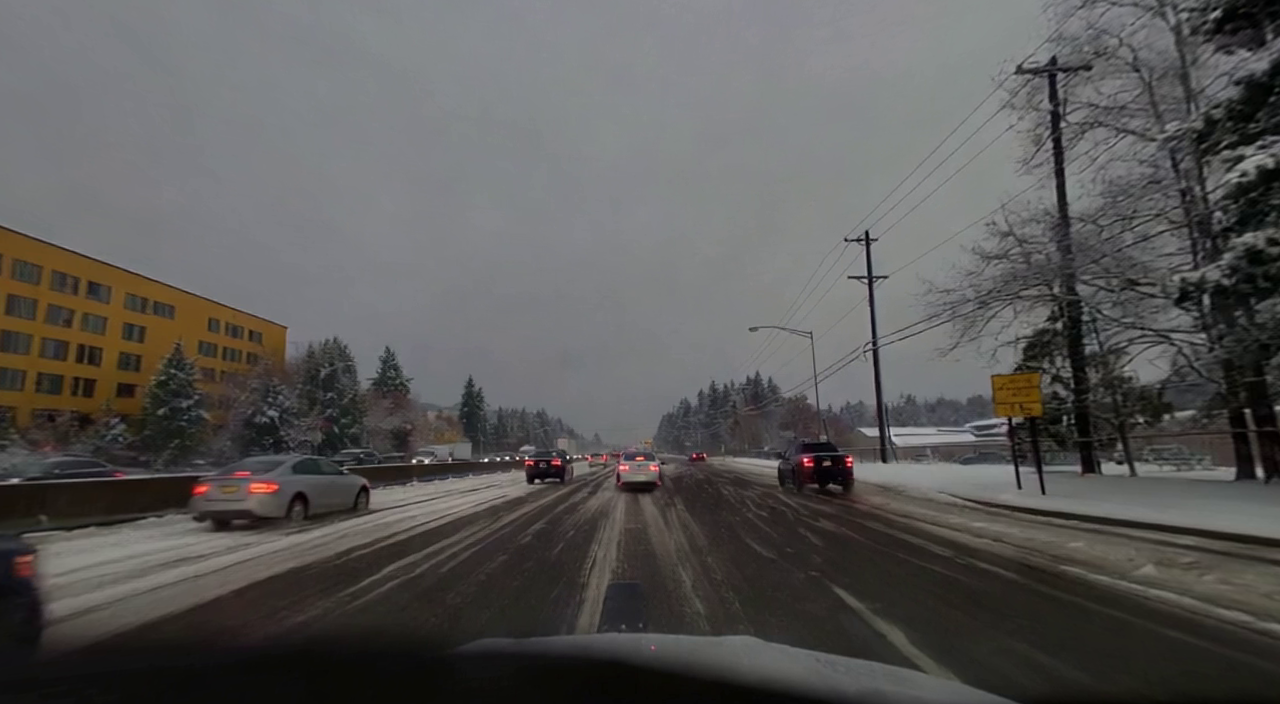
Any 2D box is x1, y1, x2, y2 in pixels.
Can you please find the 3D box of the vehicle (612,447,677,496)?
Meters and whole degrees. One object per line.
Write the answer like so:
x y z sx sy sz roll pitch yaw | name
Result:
0.132 4.167 22.399 2.107 1.538 3.999 0 -8 0 | vehicle

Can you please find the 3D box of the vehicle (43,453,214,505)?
-16.824 4.160 21.131 1.854 1.433 4.603 -1 -8 1 | vehicle

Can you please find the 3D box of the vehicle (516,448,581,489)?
-3.698 4.790 26.286 2.034 1.466 4.363 -1 -8 1 | vehicle

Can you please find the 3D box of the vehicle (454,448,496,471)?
-12.548 8.186 48.227 1.991 1.537 4.464 0 -8 0 | vehicle

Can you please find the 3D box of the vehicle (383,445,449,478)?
-12.756 6.251 36.221 2.037 1.712 4.530 -1 -8 1 | vehicle

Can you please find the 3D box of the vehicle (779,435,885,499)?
6.060 3.674 20.609 2.106 1.817 4.845 -1 -8 3 | vehicle

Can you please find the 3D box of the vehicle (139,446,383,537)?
-7.372 2.710 13.062 2.069 1.488 4.780 0 -8 0 | vehicle
